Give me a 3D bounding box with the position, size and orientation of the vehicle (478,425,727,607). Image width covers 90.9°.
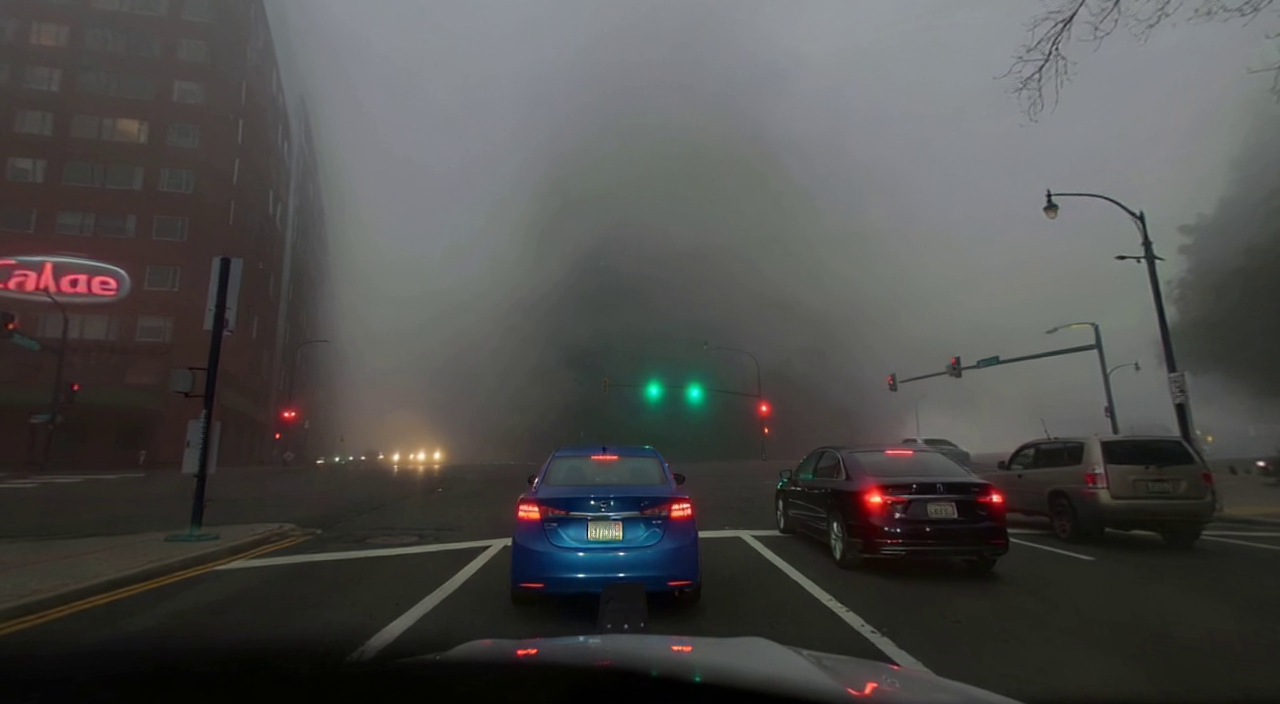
[{"bbox_3d":[-0.357,1.655,7.292,2.059,1.477,3.988,0,-8,-1],"label":"vehicle"}]

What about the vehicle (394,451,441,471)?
[{"bbox_3d":[-17.083,8.389,48.692,2.048,1.463,4.530,0,-8,-1],"label":"vehicle"}]

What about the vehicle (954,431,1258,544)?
[{"bbox_3d":[7.458,2.165,10.785,1.908,1.517,4.182,0,-8,-1],"label":"vehicle"}]

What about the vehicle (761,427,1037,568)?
[{"bbox_3d":[3.227,1.889,8.972,2.042,1.508,4.109,0,-8,-2],"label":"vehicle"}]
